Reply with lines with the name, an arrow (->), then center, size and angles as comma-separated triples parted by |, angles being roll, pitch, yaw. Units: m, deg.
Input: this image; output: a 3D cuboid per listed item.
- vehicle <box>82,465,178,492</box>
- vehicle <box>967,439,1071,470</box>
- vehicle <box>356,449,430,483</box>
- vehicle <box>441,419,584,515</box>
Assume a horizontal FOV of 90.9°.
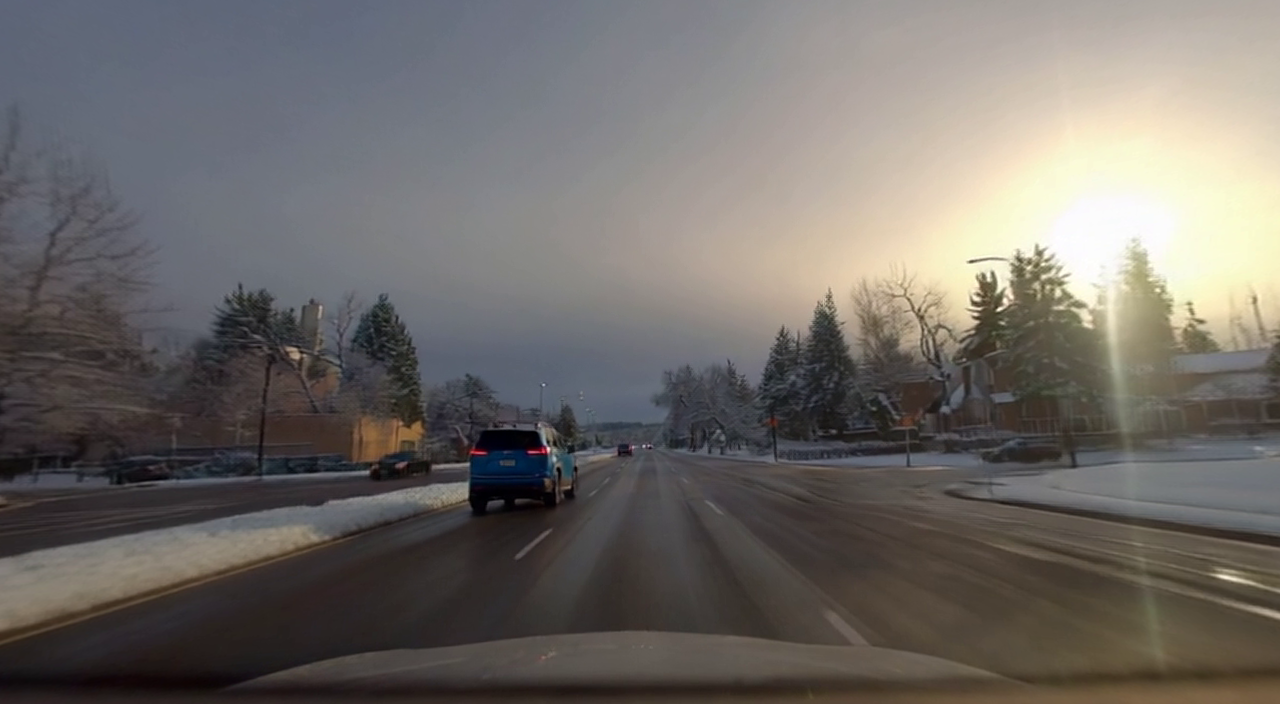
vehicle -> -31.951, 7.902, 39.643 | 4.500, 1.475, 1.842 | 6, -10, -35
vehicle -> 22.947, 6.222, 38.331 | 4.802, 1.760, 2.374 | 0, -9, 1
vehicle -> -11.923, 5.509, 30.737 | 1.837, 1.504, 4.204 | 0, -9, 1
vehicle -> -2.704, 2.605, 14.733 | 2.179, 1.851, 4.756 | 0, -9, 2
